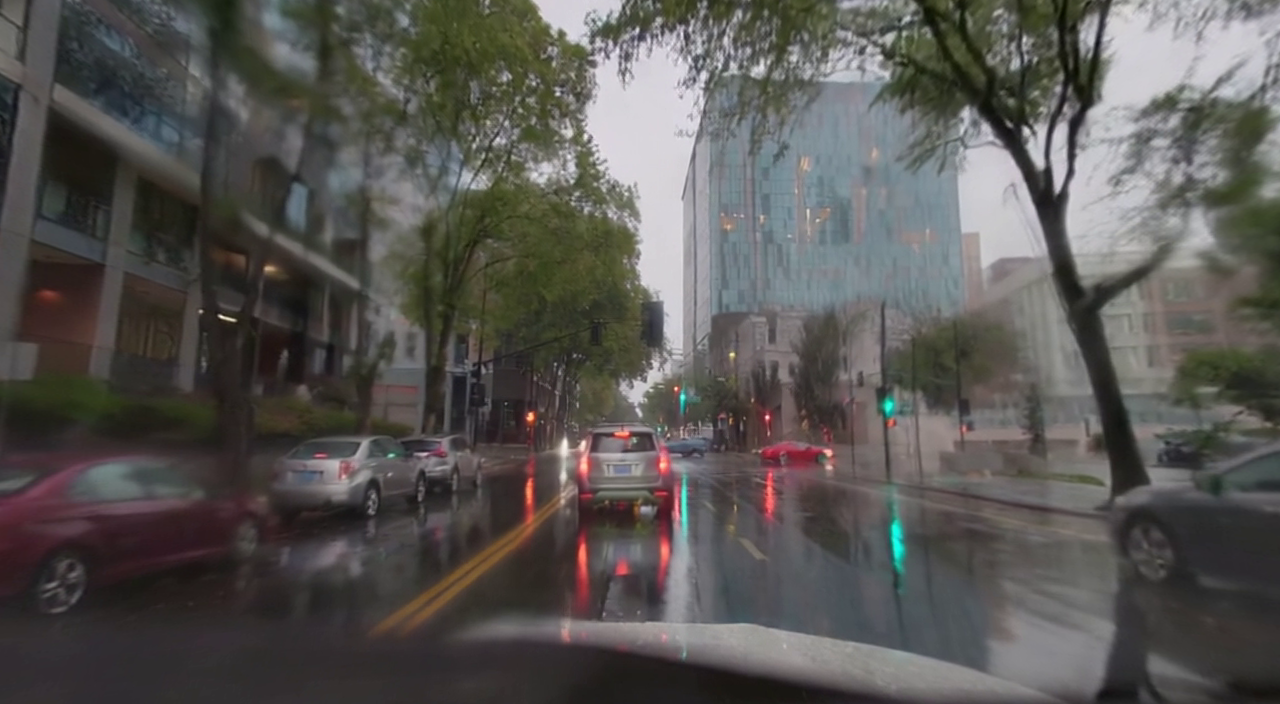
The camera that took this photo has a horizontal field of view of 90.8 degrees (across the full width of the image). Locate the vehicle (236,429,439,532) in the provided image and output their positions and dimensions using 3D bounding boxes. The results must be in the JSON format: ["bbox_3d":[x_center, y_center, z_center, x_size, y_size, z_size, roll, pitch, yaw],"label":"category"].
[{"bbox_3d":[-5.784,2.479,12.869,1.904,1.684,4.529,0,-8,-1],"label":"vehicle"}]

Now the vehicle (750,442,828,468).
[{"bbox_3d":[9.749,6.711,41.365,4.638,1.555,1.824,3,-9,-21],"label":"vehicle"}]

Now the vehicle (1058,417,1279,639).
[{"bbox_3d":[5.947,1.385,5.080,2.004,1.699,4.525,0,-8,-1],"label":"vehicle"}]

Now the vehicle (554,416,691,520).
[{"bbox_3d":[-0.272,2.205,12.453,2.258,1.687,3.934,-1,-8,1],"label":"vehicle"}]

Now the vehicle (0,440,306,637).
[{"bbox_3d":[-5.578,1.624,6.207,1.841,1.466,4.364,-1,-8,6],"label":"vehicle"}]
